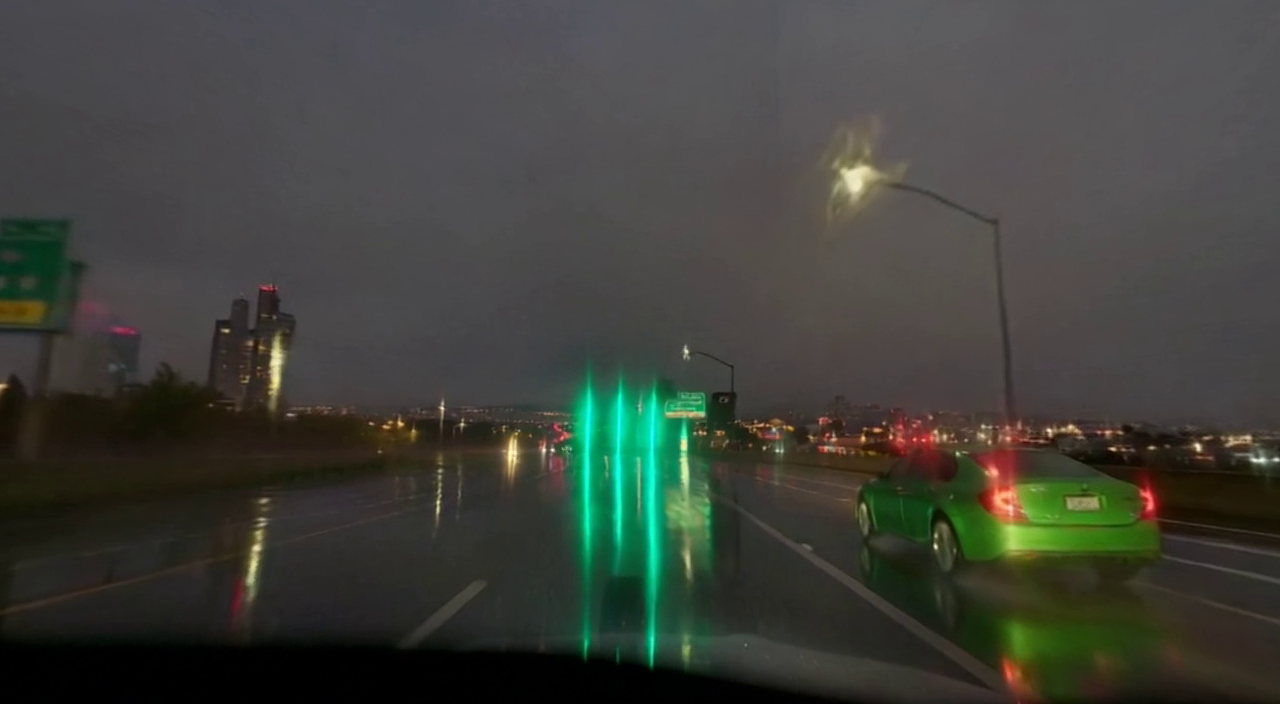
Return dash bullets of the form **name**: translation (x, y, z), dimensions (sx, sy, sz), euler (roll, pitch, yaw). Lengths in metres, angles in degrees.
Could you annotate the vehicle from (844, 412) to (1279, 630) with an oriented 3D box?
- **vehicle**: translation (4.128, 1.588, 7.035), dimensions (2.104, 1.575, 4.698), euler (0, -9, 0)
